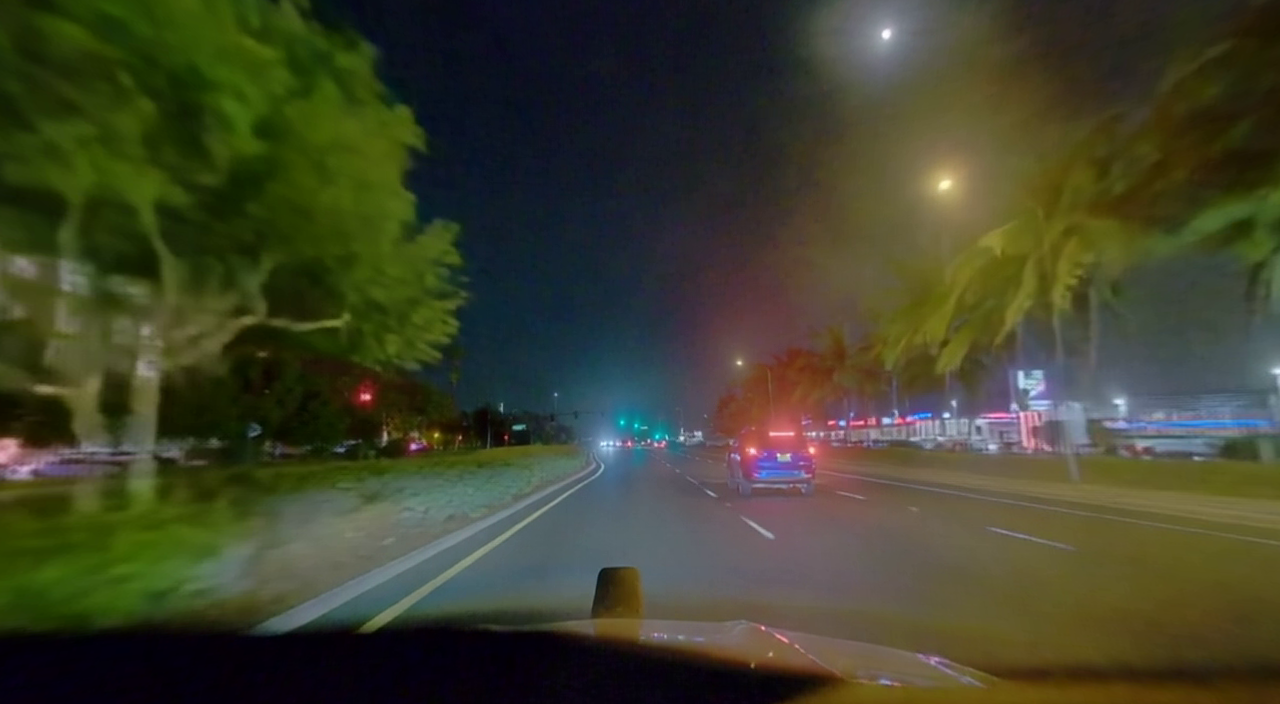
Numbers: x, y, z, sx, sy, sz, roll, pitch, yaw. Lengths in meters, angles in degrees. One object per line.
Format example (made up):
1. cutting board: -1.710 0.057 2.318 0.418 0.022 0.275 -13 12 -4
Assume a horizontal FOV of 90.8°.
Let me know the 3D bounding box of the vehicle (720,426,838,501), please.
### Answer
1. vehicle: 3.458 2.855 16.626 2.072 1.696 4.177 0 -8 -1
